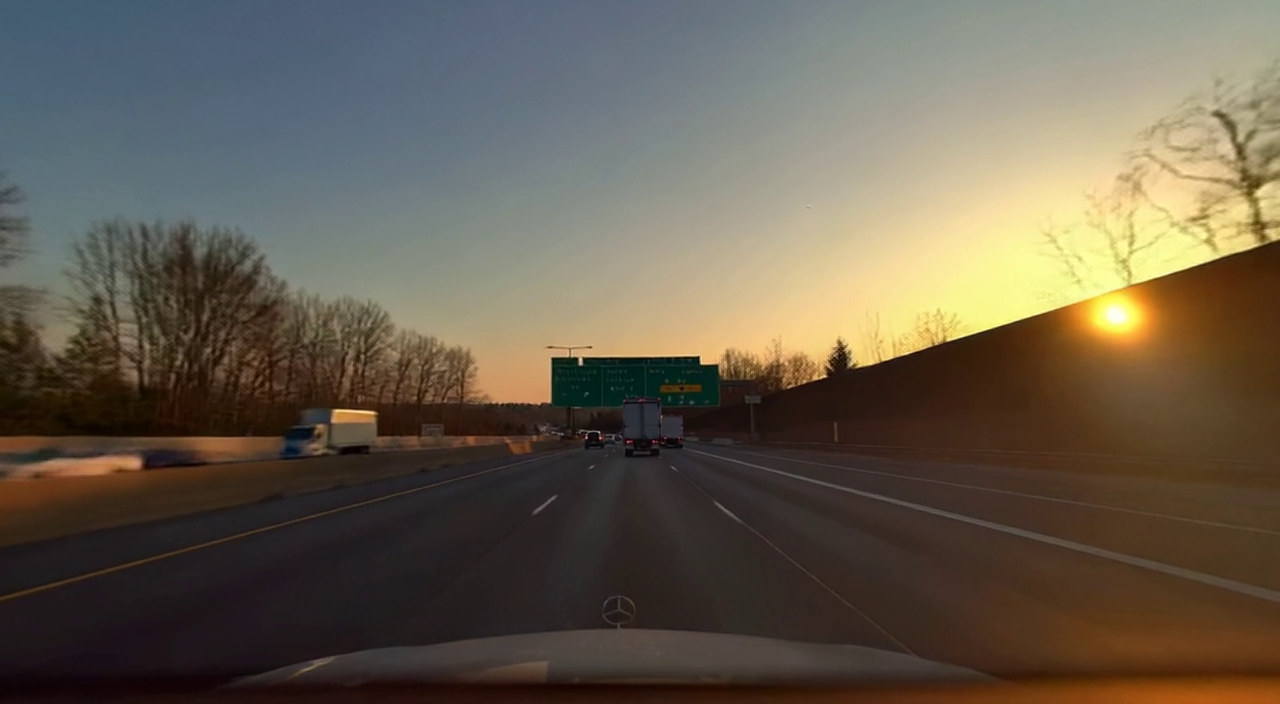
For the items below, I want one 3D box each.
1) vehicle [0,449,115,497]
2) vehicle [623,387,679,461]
[{"bbox_3d":[-21.675,4.269,22.656,1.824,1.479,4.192,0,-8,0],"label":"vehicle"},{"bbox_3d":[0.394,4.984,41.908,2.965,3.972,16.689,0,-8,-1],"label":"vehicle"}]
